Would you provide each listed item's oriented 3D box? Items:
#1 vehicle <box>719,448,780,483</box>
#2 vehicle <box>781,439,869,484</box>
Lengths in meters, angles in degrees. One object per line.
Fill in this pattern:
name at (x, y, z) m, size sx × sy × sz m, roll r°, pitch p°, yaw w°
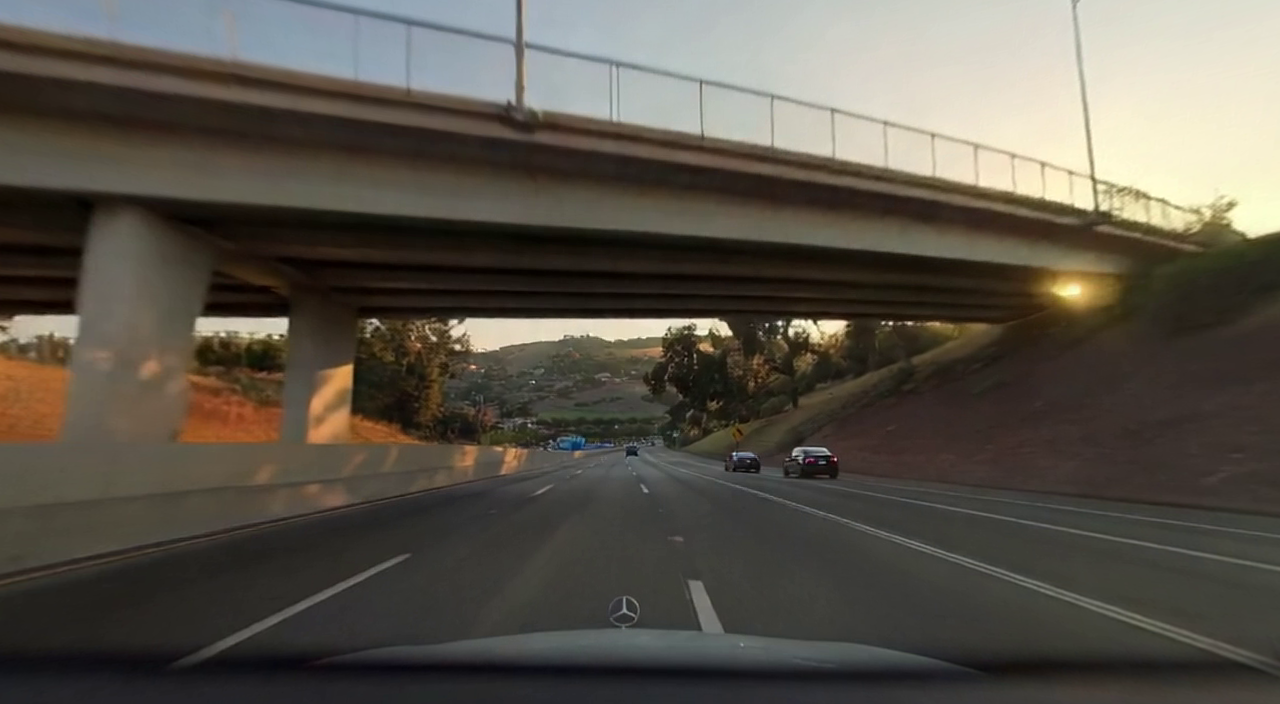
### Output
vehicle at (5.228, 5.487, 30.729) m, size 2.053 × 1.553 × 4.463 m, roll 0°, pitch -9°, yaw -1°
vehicle at (8.731, 5.222, 30.329) m, size 2.387 × 1.936 × 5.646 m, roll 0°, pitch -9°, yaw -1°
